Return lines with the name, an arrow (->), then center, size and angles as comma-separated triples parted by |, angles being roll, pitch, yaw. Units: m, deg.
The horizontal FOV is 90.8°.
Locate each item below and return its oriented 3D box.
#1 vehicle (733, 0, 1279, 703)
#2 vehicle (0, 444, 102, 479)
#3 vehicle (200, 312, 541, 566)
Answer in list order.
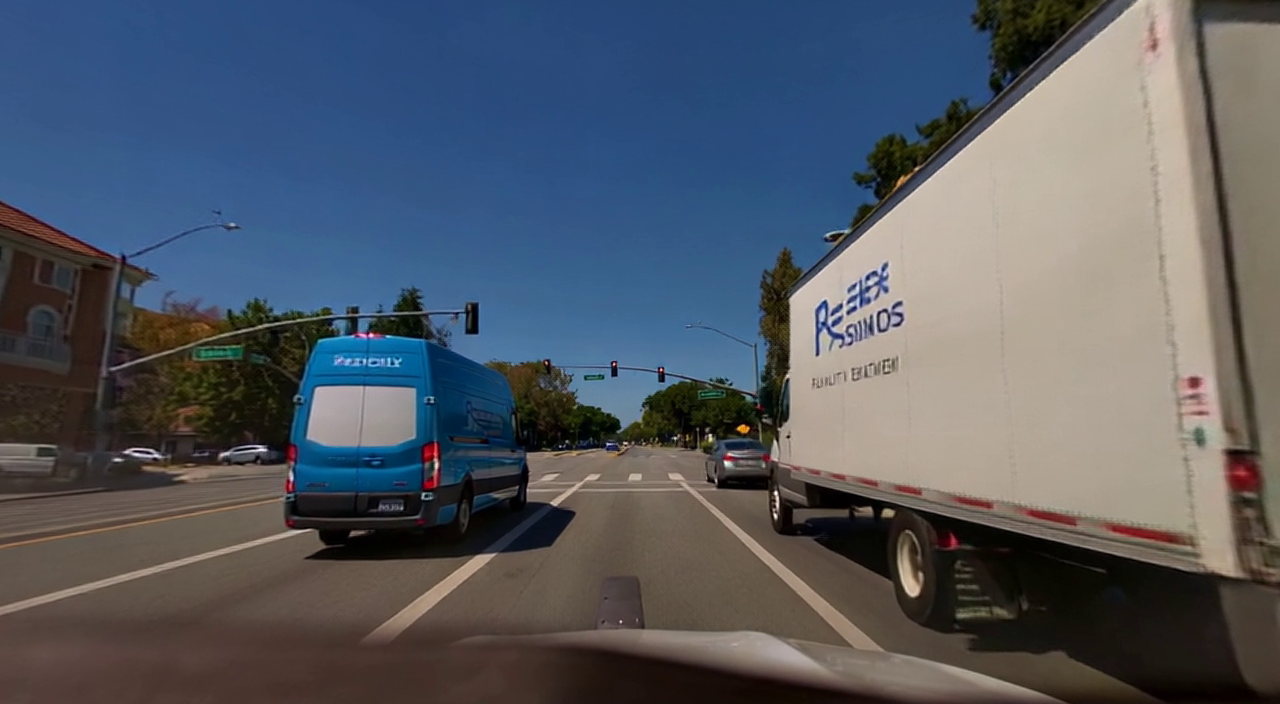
vehicle -> 3.198, 0.545, 6.695 | 2.861, 3.525, 9.858 | 0, -9, 0
vehicle -> -30.996, 5.579, 32.357 | 4.811, 1.675, 1.875 | 5, -10, -31
vehicle -> -3.447, 1.415, 10.211 | 2.443, 2.784, 6.493 | 0, -9, 2
